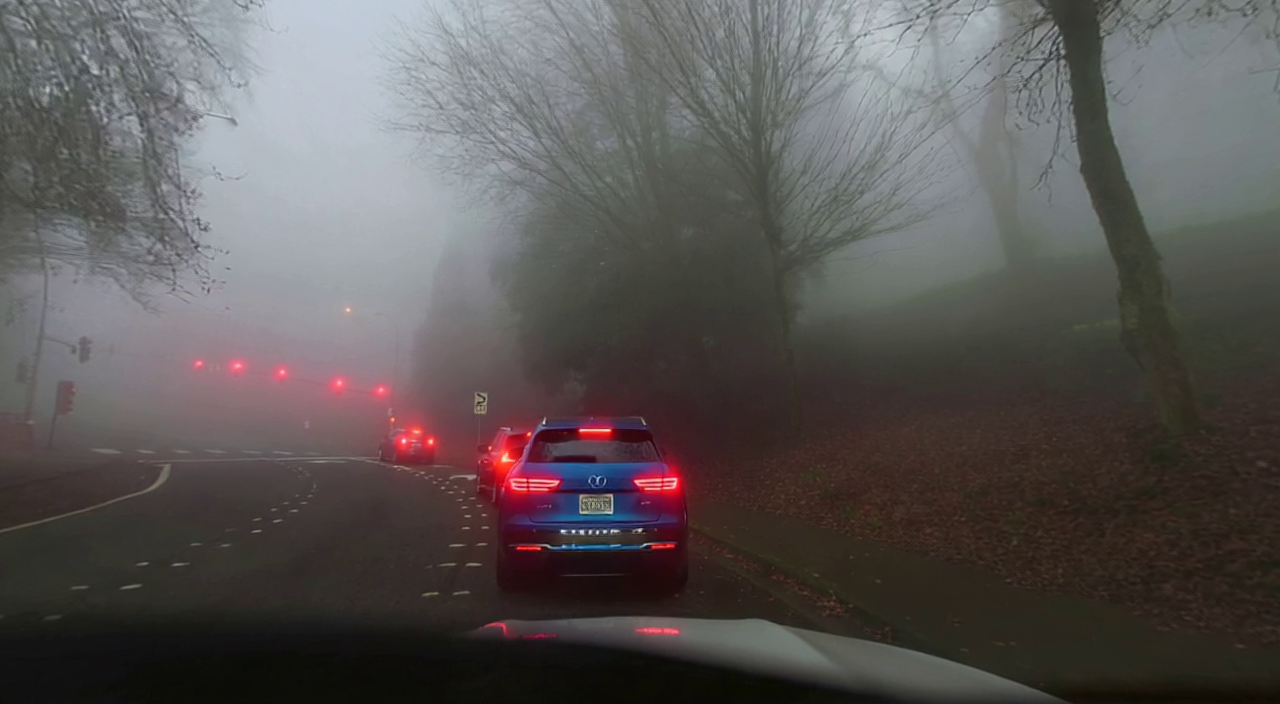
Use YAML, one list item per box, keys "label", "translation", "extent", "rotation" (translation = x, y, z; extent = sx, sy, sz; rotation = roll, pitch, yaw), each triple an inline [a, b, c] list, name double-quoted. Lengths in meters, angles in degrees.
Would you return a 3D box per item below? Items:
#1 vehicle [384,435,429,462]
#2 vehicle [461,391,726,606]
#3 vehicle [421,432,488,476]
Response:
- label: "vehicle"
  translation: [-13.754, 5.638, 36.908]
  extent: [1.863, 1.488, 4.426]
  rotation: [4, -9, -27]
- label: "vehicle"
  translation: [-0.677, 1.462, 7.204]
  extent: [2.134, 1.671, 4.147]
  rotation: [1, -8, -9]
- label: "vehicle"
  translation: [-7.282, 3.937, 24.490]
  extent: [1.902, 1.536, 3.662]
  rotation: [4, -9, -25]
